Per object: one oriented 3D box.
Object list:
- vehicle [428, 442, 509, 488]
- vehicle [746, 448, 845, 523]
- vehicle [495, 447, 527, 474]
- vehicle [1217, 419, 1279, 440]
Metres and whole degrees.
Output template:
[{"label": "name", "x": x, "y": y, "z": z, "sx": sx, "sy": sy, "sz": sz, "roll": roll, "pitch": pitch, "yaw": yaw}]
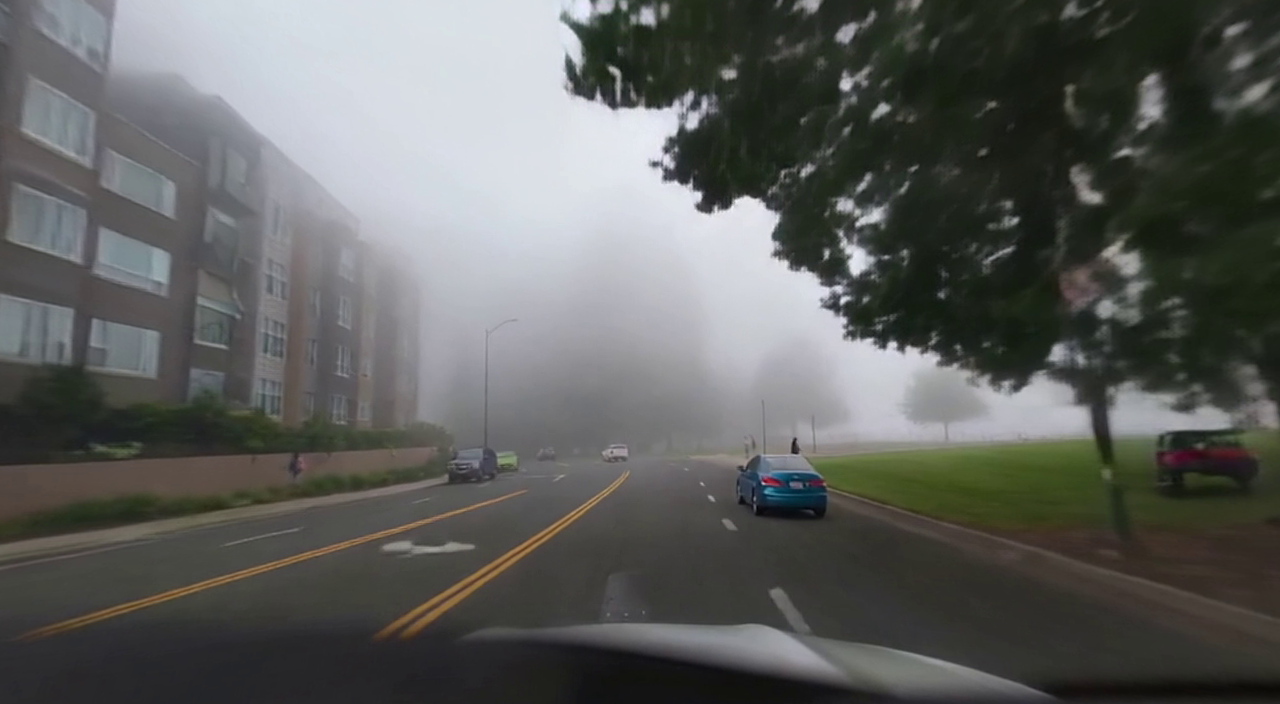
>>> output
[{"label": "vehicle", "x": -8.261, "y": 5.495, "z": 30.925, "sx": 2.347, "sy": 1.846, "sz": 4.915, "roll": -6, "pitch": -9, "yaw": 2}, {"label": "vehicle", "x": 3.051, "y": 2.677, "z": 12.818, "sx": 1.559, "sy": 1.351, "sz": 2.452, "roll": -1, "pitch": -10, "yaw": 5}, {"label": "vehicle", "x": -8.678, "y": 7.317, "z": 42.746, "sx": 1.994, "sy": 1.697, "sz": 4.436, "roll": 1, "pitch": -9, "yaw": -10}, {"label": "vehicle", "x": 45.193, "y": 5.647, "z": 45.901, "sx": 4.494, "sy": 1.438, "sz": 1.996, "roll": -7, "pitch": -11, "yaw": 41}]
